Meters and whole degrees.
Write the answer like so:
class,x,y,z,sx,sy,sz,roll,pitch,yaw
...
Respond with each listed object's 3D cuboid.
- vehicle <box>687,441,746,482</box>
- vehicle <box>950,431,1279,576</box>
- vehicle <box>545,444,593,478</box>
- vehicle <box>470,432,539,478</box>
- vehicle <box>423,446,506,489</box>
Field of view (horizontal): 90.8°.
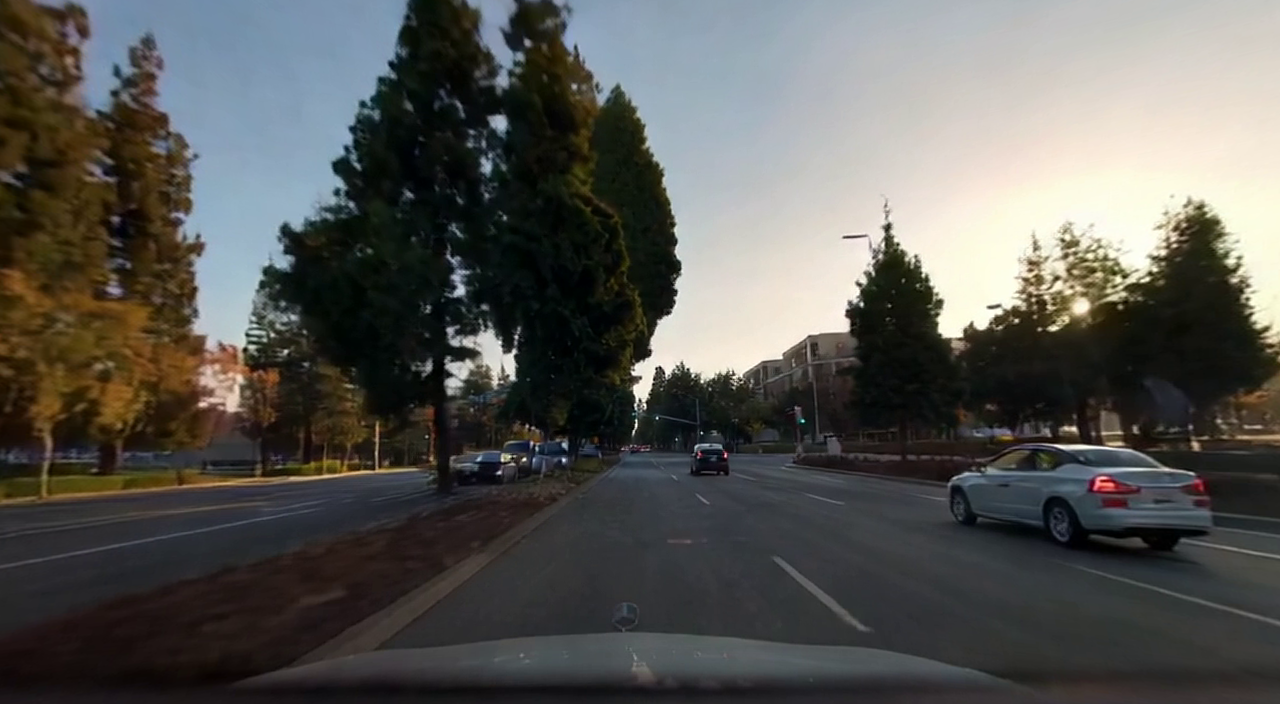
class,x,y,z,sx,sy,sz,roll,pitch,yaw
vehicle,3.504,5.127,29.923,2.095,1.759,4.862,0,-9,-1
vehicle,6.730,2.052,9.386,2.000,1.618,4.238,0,-9,-1
vehicle,-3.581,5.584,32.516,1.948,1.595,4.256,0,-9,0
vehicle,-6.718,5.213,32.114,2.141,2.111,5.940,0,-9,0
vehicle,-6.650,4.398,24.439,1.970,1.483,4.269,0,-9,0
